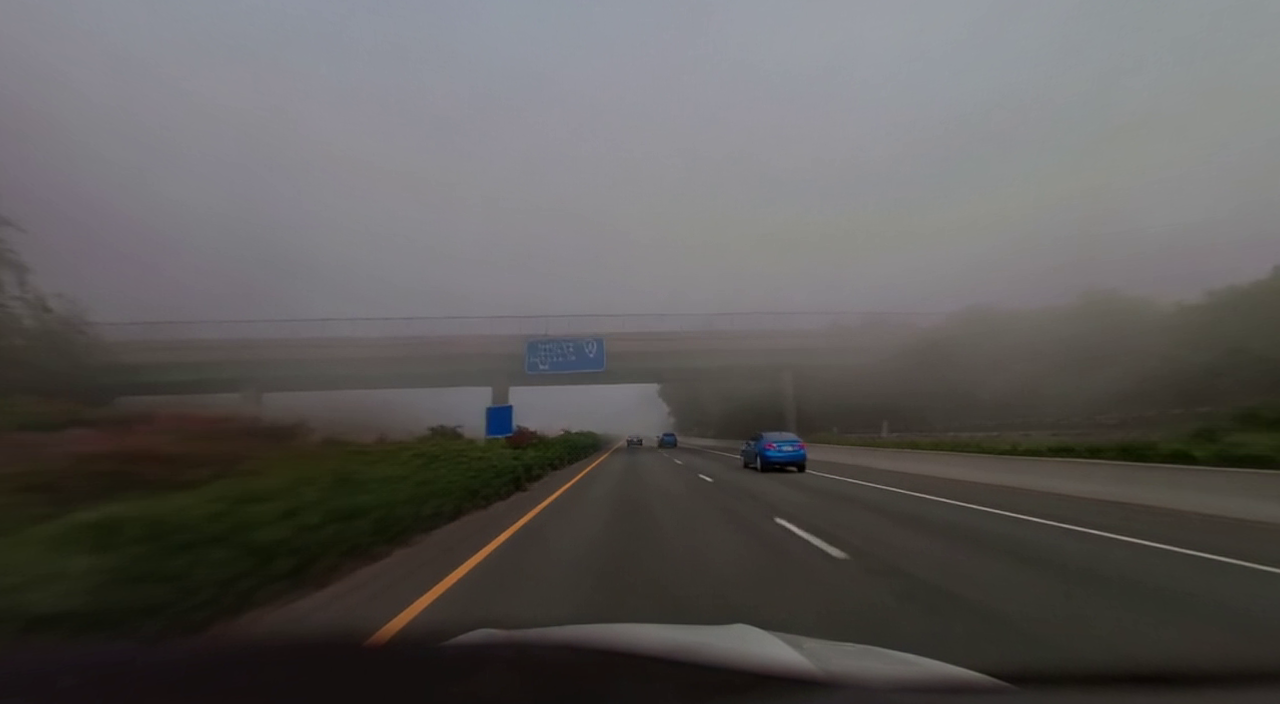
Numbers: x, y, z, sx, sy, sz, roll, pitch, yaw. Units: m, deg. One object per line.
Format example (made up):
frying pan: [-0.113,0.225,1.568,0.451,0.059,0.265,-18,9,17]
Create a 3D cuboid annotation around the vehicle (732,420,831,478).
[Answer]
vehicle: [4.359,3.063,20.132,2.073,1.651,4.065,0,-8,-2]
